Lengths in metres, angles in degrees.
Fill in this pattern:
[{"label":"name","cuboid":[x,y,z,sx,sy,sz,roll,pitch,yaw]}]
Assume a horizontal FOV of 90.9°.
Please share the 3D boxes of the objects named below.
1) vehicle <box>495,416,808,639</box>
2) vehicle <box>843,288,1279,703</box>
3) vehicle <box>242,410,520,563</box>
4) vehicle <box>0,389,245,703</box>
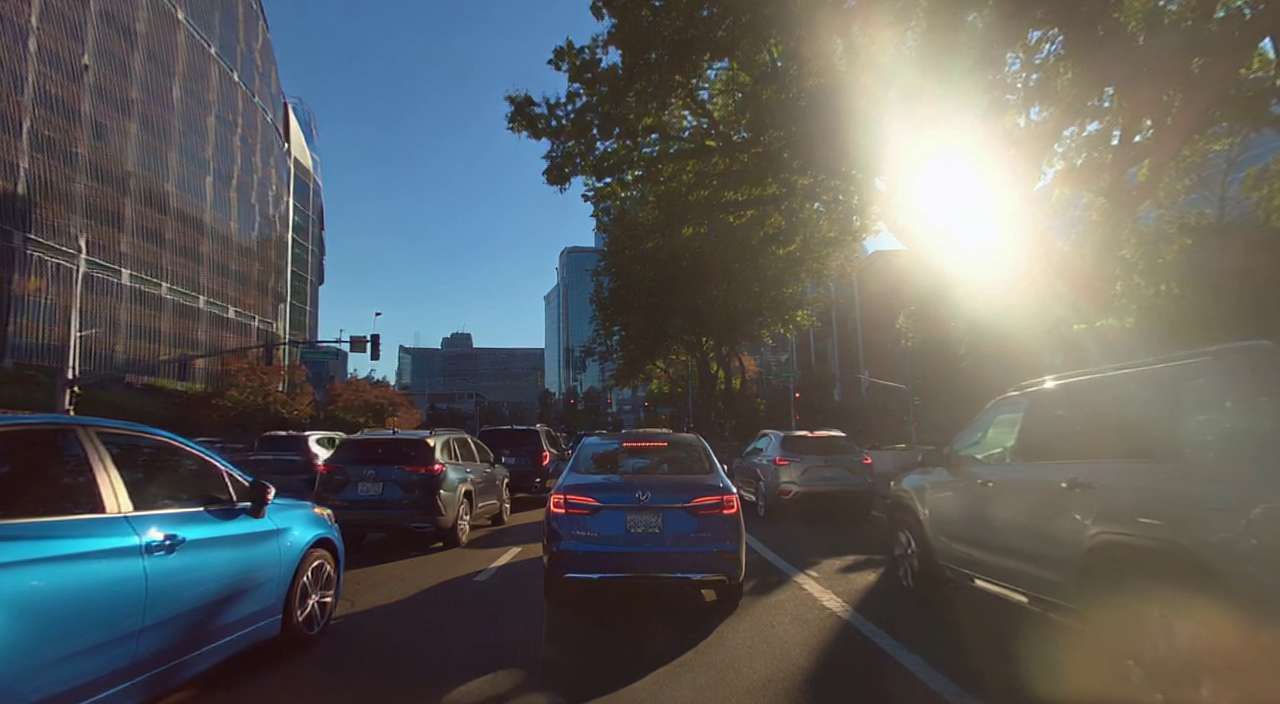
[{"label":"vehicle","cuboid":[0.074,1.507,6.391,2.147,1.507,3.953,0,-8,0]},{"label":"vehicle","cuboid":[3.049,0.974,3.842,2.108,1.785,4.334,0,-9,-1]},{"label":"vehicle","cuboid":[-3.381,1.870,9.494,2.168,1.719,4.561,-1,-9,1]},{"label":"vehicle","cuboid":[-3.397,0.745,1.234,2.144,1.505,4.635,-1,-9,2]}]
